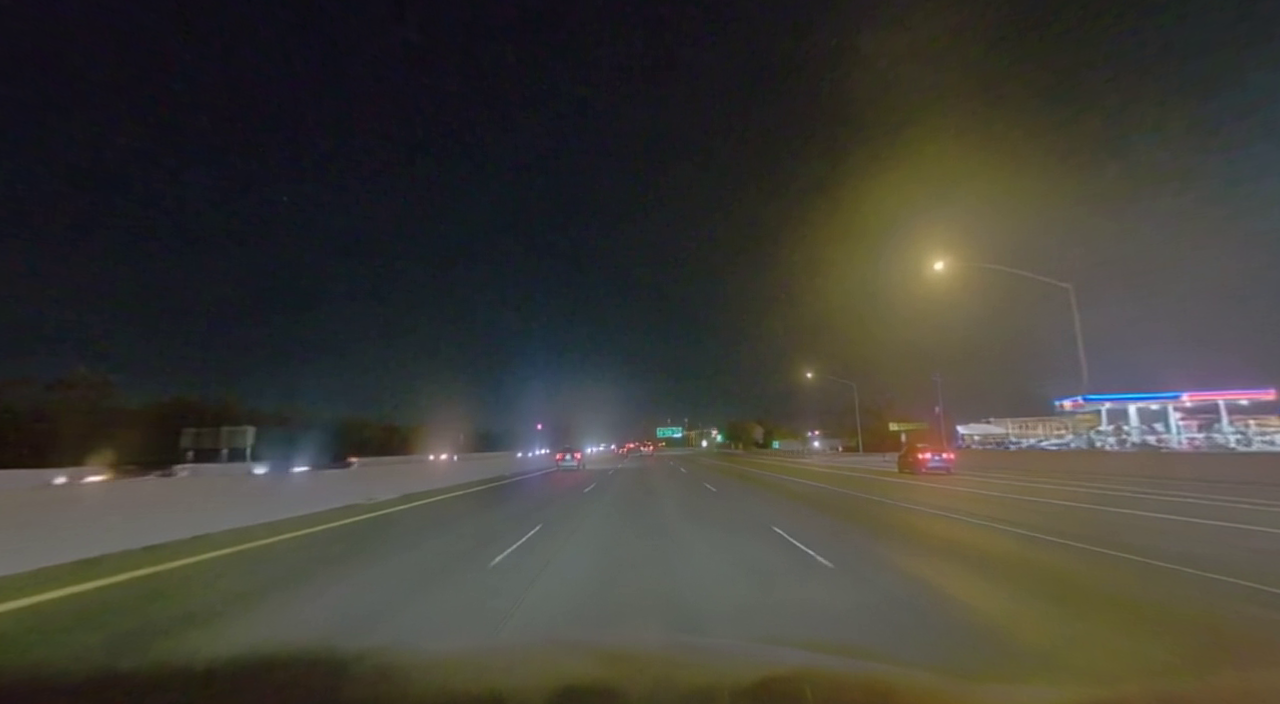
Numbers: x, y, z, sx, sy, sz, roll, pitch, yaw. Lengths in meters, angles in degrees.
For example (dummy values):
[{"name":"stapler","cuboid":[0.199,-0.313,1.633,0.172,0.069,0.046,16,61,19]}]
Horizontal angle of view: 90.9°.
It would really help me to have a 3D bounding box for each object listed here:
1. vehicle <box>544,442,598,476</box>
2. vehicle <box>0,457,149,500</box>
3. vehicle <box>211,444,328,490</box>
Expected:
[{"name":"vehicle","cuboid":[-3.340,5.291,31.417,2.114,1.510,4.186,-1,-9,1]},{"name":"vehicle","cuboid":[-25.058,5.567,28.132,2.072,1.544,5.277,-2,-8,0]},{"name":"vehicle","cuboid":[-14.384,4.450,24.824,1.868,1.603,4.417,-1,-9,1]}]
